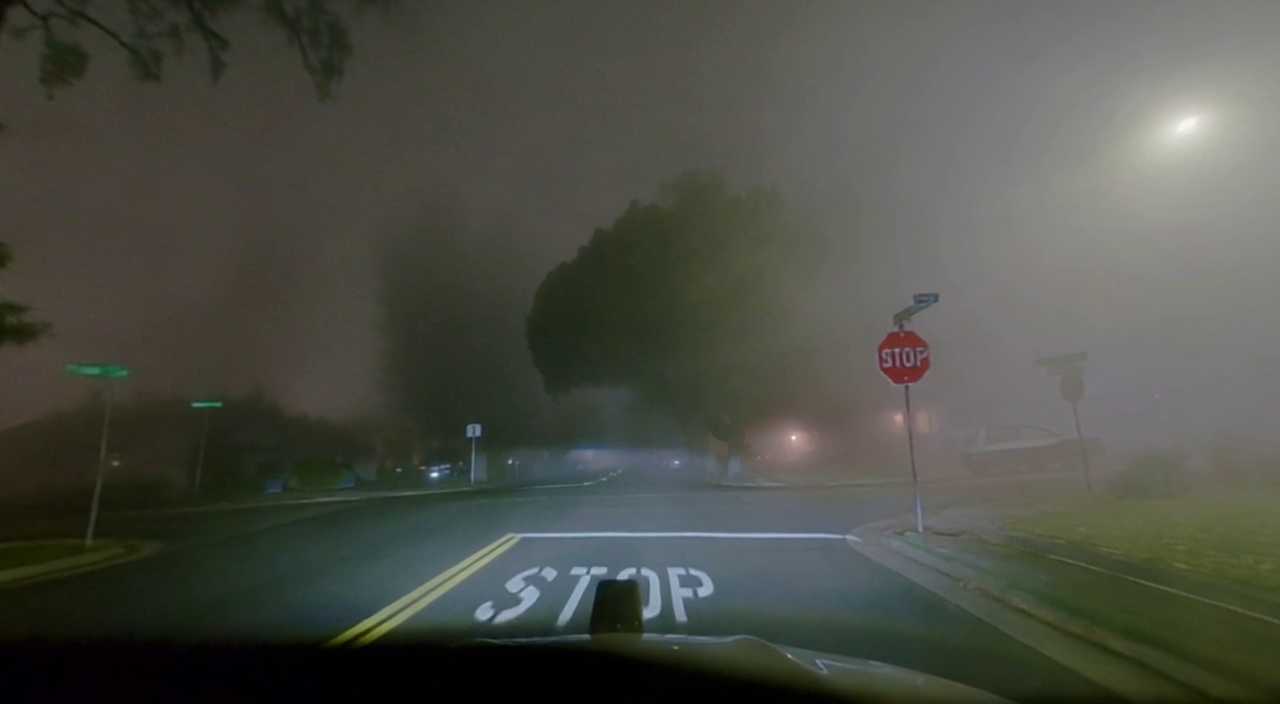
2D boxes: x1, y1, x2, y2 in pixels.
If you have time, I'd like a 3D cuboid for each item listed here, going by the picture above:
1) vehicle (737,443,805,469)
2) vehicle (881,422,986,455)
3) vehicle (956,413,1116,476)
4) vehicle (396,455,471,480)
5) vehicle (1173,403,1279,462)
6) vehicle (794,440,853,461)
[{"bbox_3d":[9.450,7.526,45.601,4.399,1.537,1.859,4,-20,-21],"label":"vehicle"},{"bbox_3d":[14.950,4.474,32.435,1.960,1.584,4.669,3,-9,-23],"label":"vehicle"},{"bbox_3d":[15.065,3.547,24.129,4.788,1.875,2.148,1,-20,-15],"label":"vehicle"},{"bbox_3d":[-12.339,6.917,37.914,3.937,1.390,1.644,0,-8,0],"label":"vehicle"},{"bbox_3d":[17.499,2.254,17.559,4.682,1.483,1.917,3,-9,-21],"label":"vehicle"},{"bbox_3d":[13.834,7.414,47.658,4.032,1.444,1.747,3,-9,-22],"label":"vehicle"}]
